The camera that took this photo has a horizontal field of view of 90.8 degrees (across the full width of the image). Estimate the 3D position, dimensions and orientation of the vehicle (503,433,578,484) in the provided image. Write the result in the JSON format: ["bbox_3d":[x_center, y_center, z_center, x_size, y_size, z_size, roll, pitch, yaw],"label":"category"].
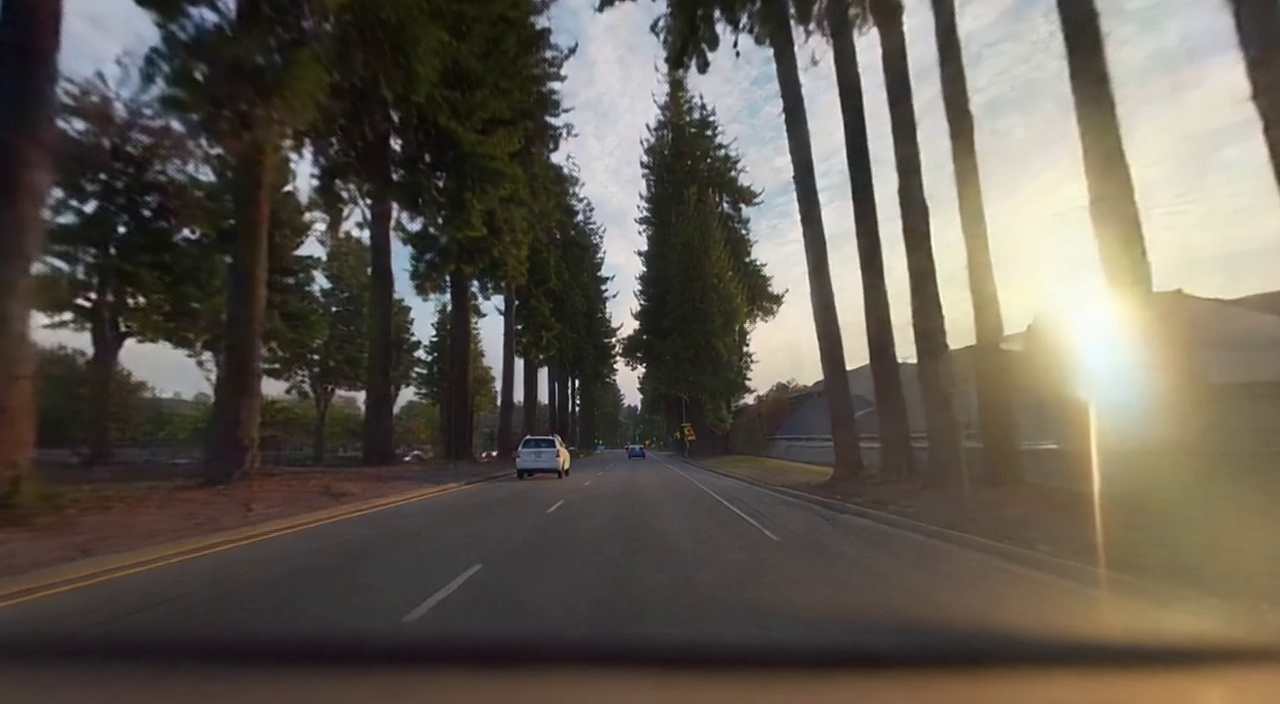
[{"bbox_3d":[-3.582,3.943,23.692,2.078,1.748,4.279,0,-8,0],"label":"vehicle"}]
